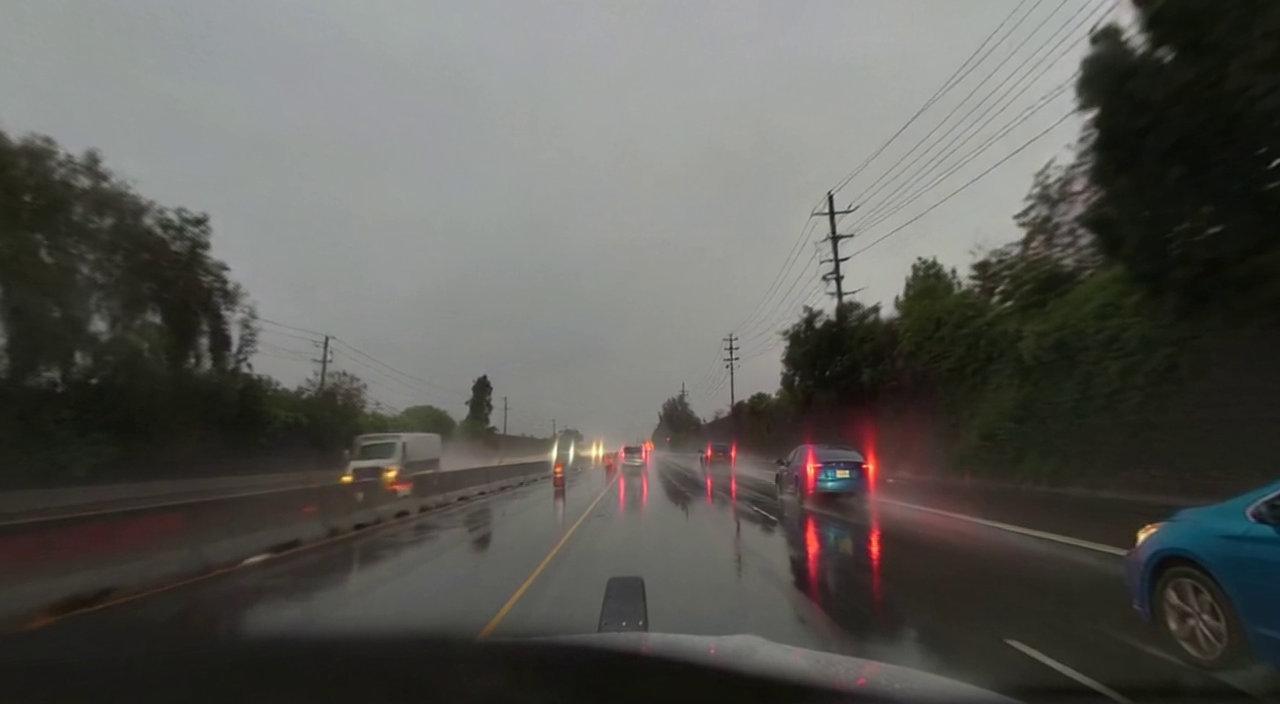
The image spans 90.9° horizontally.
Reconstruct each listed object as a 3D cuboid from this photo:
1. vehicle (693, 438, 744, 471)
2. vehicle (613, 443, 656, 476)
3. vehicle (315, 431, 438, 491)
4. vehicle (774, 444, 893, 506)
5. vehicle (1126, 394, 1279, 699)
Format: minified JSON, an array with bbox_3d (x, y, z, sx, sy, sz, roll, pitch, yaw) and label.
[{"bbox_3d":[4.929,6.557,40.492,2.559,1.943,5.610,0,-8,1],"label":"vehicle"},{"bbox_3d":[-0.244,5.482,32.471,2.096,1.583,4.150,0,-8,1],"label":"vehicle"},{"bbox_3d":[-8.758,3.658,21.535,2.066,1.811,4.683,0,-8,2],"label":"vehicle"},{"bbox_3d":[4.920,3.166,16.688,1.881,1.409,4.016,0,-8,0],"label":"vehicle"},{"bbox_3d":[4.320,0.820,1.964,1.997,1.568,4.529,0,-8,0],"label":"vehicle"}]
